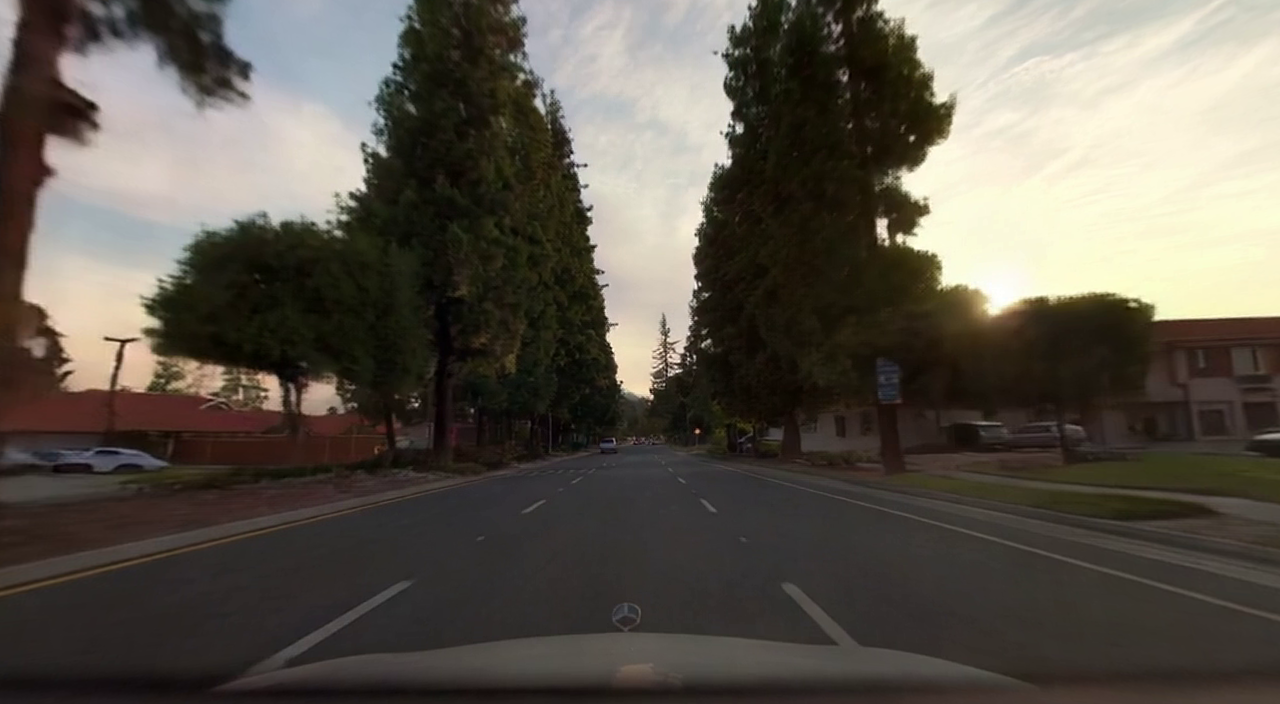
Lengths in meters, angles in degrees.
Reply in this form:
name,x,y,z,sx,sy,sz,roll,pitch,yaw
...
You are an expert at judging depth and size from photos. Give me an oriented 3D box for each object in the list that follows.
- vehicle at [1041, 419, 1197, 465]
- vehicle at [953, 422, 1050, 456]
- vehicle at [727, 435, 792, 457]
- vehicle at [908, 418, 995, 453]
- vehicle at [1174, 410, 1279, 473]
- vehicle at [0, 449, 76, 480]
name,x,y,z,sx,sy,sz,roll,pitch,yaw
vehicle,16.956,3.237,22.701,1.804,1.468,4.699,0,-8,-2
vehicle,17.028,4.177,30.011,1.825,1.458,4.689,0,-8,0
vehicle,8.725,6.933,46.435,4.575,1.514,1.932,-1,-8,7
vehicle,17.472,4.765,35.762,2.094,1.813,5.789,-1,-8,1
vehicle,16.598,2.277,16.087,1.968,1.511,4.497,0,-8,1
vehicle,-37.625,6.817,38.520,1.900,1.685,4.572,0,-8,1
